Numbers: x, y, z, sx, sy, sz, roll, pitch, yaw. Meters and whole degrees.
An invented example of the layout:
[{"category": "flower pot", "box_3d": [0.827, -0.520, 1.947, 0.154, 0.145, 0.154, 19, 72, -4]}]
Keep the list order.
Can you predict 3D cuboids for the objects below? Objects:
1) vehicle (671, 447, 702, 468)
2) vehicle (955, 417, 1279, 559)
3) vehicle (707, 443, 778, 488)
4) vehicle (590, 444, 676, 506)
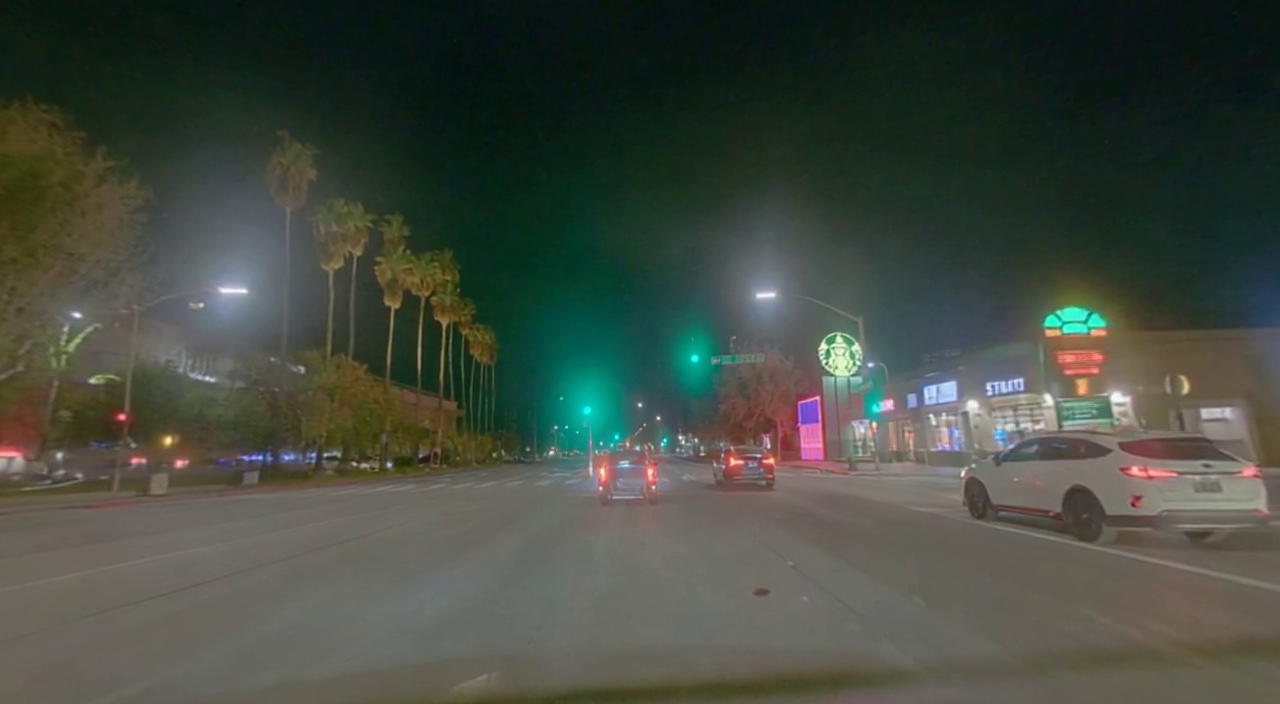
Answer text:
[{"category": "vehicle", "box_3d": [3.567, 8.233, 49.500, 2.012, 1.570, 4.600, 0, -9, -1]}, {"category": "vehicle", "box_3d": [6.908, 1.943, 9.706, 1.940, 1.674, 4.085, 0, -9, -1]}, {"category": "vehicle", "box_3d": [3.823, 4.295, 24.238, 1.892, 1.532, 4.177, 0, -9, -1]}, {"category": "vehicle", "box_3d": [-0.190, 3.304, 17.457, 2.110, 1.487, 3.873, 0, -9, -1]}]
